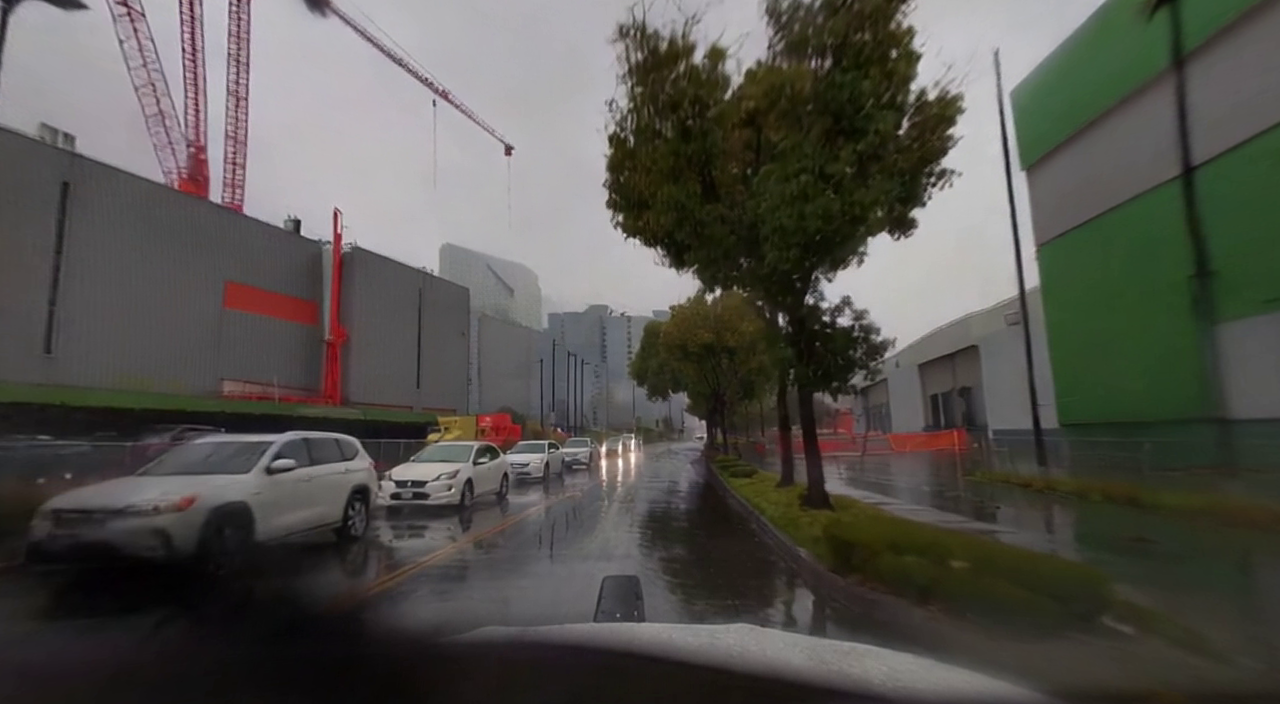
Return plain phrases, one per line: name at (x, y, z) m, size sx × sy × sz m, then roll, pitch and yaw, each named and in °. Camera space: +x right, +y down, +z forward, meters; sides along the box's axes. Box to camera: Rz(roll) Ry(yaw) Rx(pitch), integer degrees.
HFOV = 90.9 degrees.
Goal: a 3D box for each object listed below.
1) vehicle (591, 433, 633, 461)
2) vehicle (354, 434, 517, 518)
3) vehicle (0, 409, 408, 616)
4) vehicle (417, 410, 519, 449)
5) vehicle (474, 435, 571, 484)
vehicle at (-1.654, 5.824, 38.937) m, size 1.980 × 1.635 × 4.153 m, roll -1°, pitch -8°, yaw 6°
vehicle at (-4.012, 2.455, 13.116) m, size 1.806 × 1.451 × 3.878 m, roll -1°, pitch -8°, yaw 5°
vehicle at (-4.511, 1.546, 7.122) m, size 1.913 × 1.620 × 3.982 m, roll -1°, pitch -8°, yaw 6°
vehicle at (-11.269, 5.103, 41.484) m, size 6.039 × 2.449 × 2.273 m, roll -2°, pitch -8°, yaw 10°
vehicle at (-3.649, 3.419, 20.514) m, size 1.996 × 1.411 × 4.370 m, roll -1°, pitch -8°, yaw 5°
